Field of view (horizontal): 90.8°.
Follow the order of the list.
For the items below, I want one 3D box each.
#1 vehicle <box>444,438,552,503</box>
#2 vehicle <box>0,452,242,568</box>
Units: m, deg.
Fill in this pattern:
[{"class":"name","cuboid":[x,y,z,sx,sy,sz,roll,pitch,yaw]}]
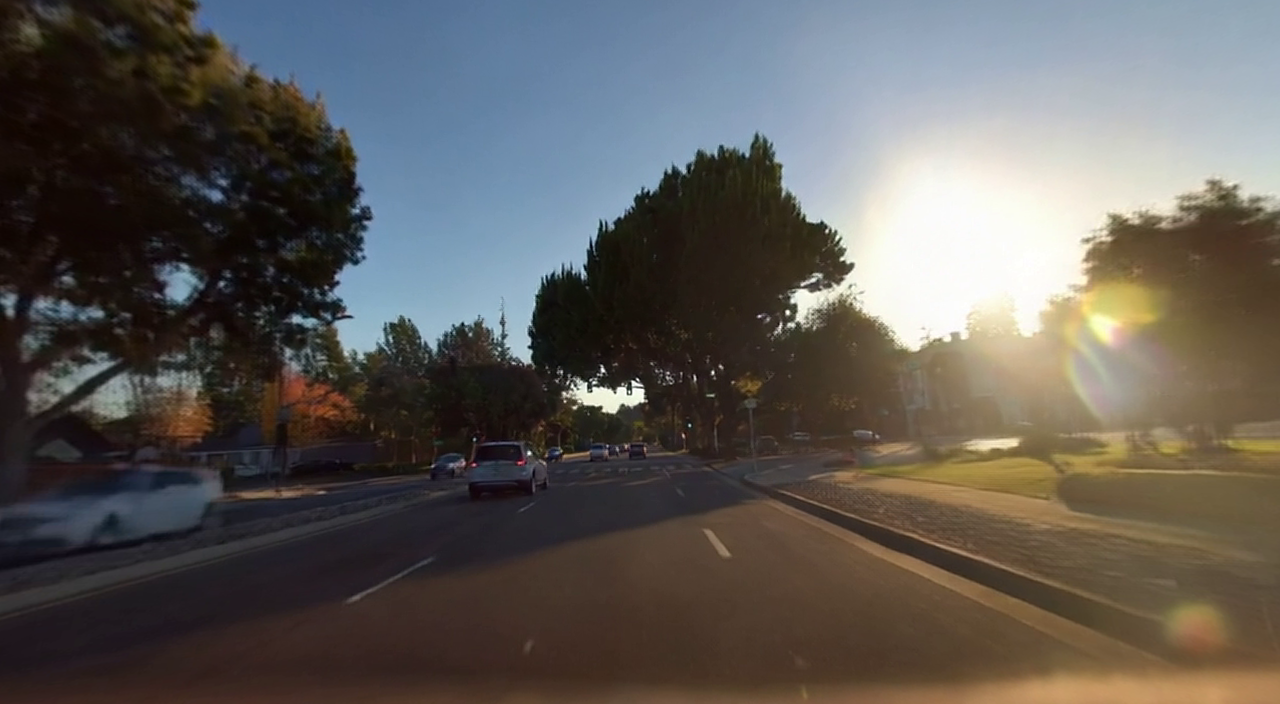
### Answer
[{"class":"vehicle","cuboid":[-4.148,3.539,19.395,2.169,1.706,4.638,0,-8,1]},{"class":"vehicle","cuboid":[-10.761,2.955,12.719,2.149,1.802,5.007,-1,-9,1]}]
